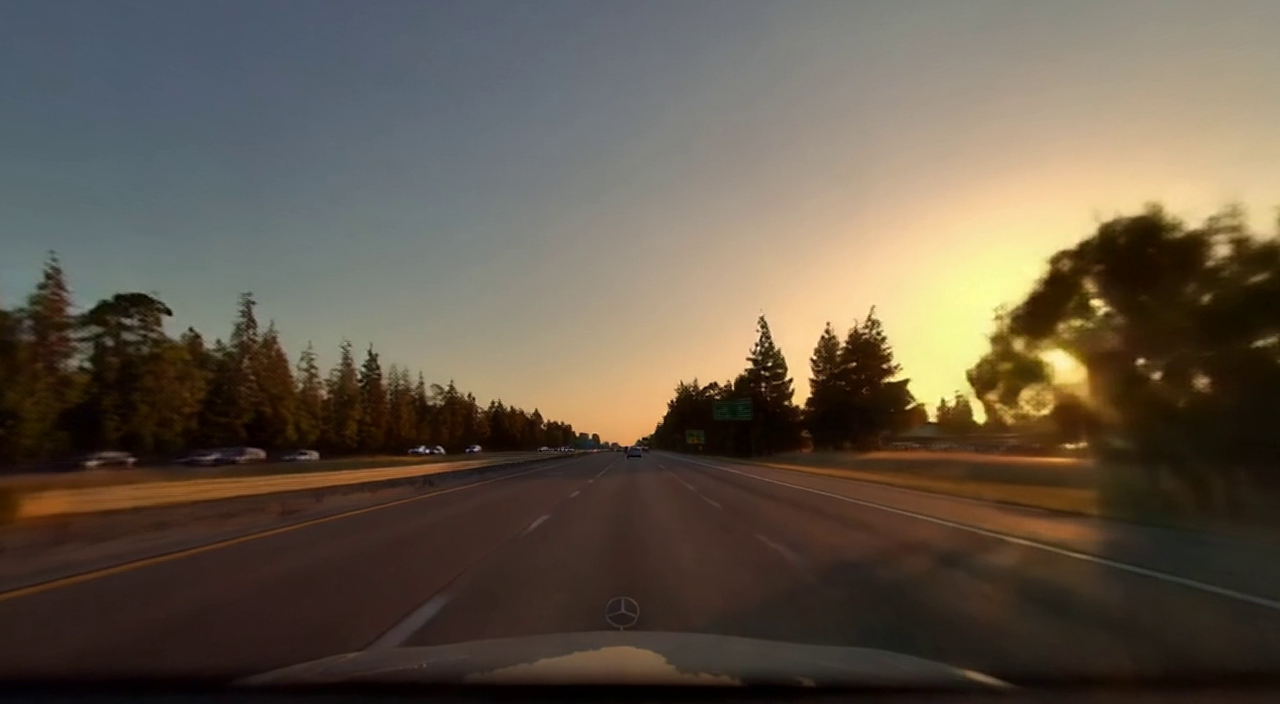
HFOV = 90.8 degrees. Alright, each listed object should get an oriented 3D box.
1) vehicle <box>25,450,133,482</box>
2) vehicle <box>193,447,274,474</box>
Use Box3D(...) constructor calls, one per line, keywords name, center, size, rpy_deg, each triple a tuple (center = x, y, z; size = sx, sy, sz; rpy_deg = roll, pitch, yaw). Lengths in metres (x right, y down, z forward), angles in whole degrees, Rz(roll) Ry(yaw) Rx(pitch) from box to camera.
Box3D(name="vehicle", center=(-32.782, 6.647, 37.135), size=(1.941, 1.741, 4.805), rpy_deg=(0, -9, -1))
Box3D(name="vehicle", center=(-28.317, 7.558, 44.260), size=(2.301, 1.770, 5.042), rpy_deg=(0, -9, 0))
